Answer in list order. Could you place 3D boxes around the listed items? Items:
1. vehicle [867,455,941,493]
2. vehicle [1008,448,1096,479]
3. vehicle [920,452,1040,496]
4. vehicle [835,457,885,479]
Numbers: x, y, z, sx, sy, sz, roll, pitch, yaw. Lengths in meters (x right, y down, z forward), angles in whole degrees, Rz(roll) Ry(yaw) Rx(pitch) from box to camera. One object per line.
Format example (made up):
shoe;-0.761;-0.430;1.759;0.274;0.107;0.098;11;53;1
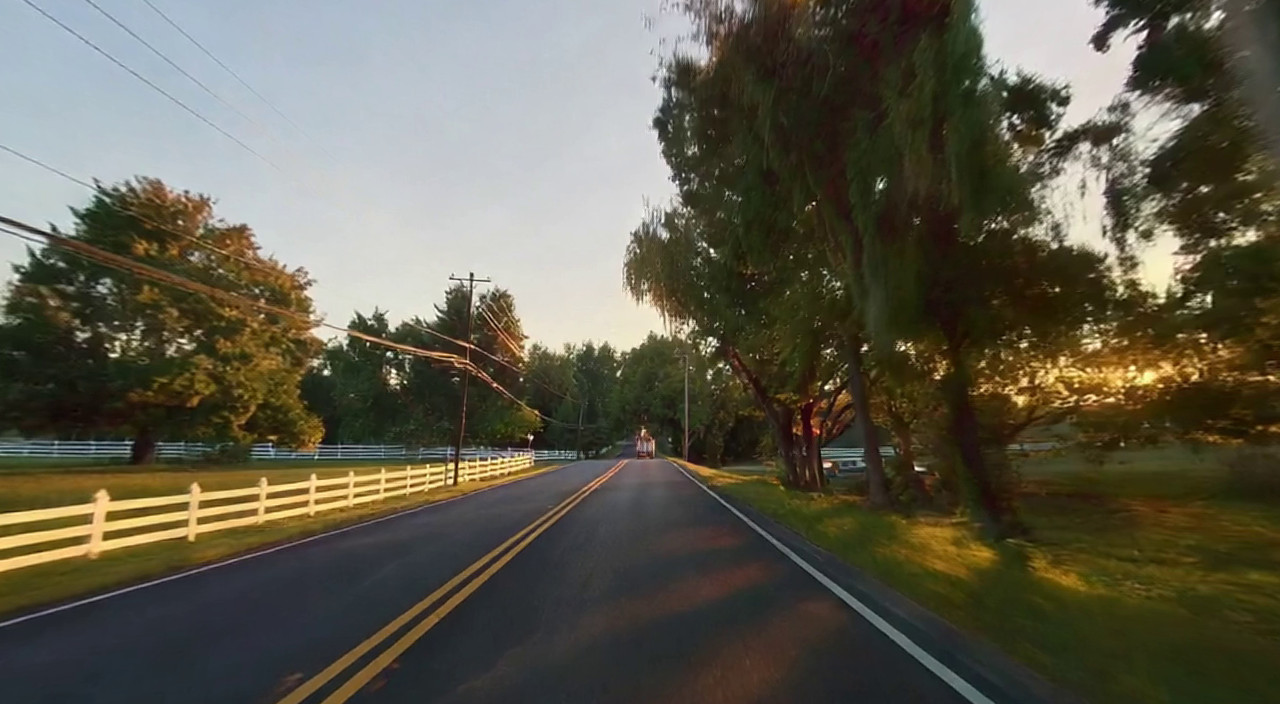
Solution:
vehicle;14.546;6.714;35.119;2.009;1.781;5.311;-1;-8;2
vehicle;21.867;5.938;33.629;1.782;1.451;3.741;-2;-10;-7
vehicle;18.373;6.592;34.465;2.328;1.955;5.699;-2;-9;-14
vehicle;16.332;8.616;47.014;2.001;1.450;4.481;0;-9;-2
